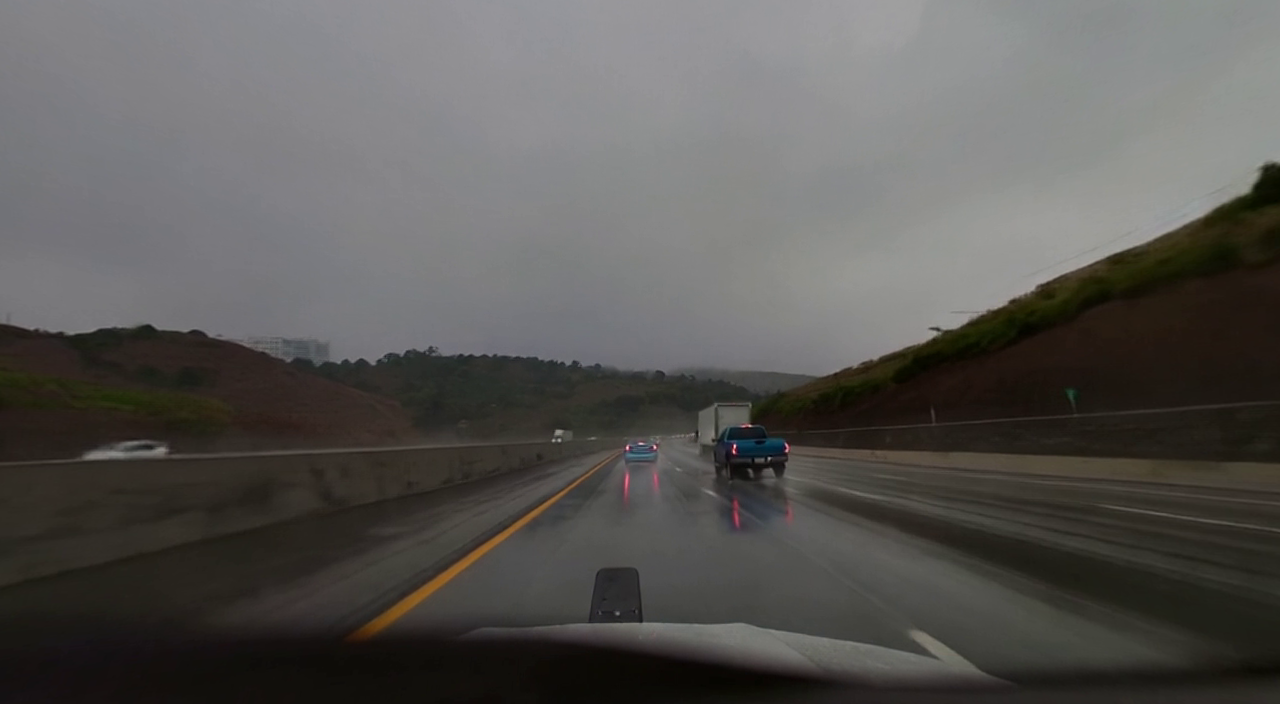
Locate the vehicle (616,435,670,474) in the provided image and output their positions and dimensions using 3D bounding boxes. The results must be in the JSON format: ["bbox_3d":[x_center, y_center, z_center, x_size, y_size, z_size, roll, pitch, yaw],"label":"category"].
[{"bbox_3d":[0.082,4.286,26.521,2.083,1.477,3.965,0,-9,-1],"label":"vehicle"}]

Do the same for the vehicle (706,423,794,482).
[{"bbox_3d":[3.650,3.461,21.888,2.098,1.794,4.561,0,-9,-2],"label":"vehicle"}]

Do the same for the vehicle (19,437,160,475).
[{"bbox_3d":[-27.993,5.306,32.472,2.099,1.730,5.722,0,-9,0],"label":"vehicle"}]
